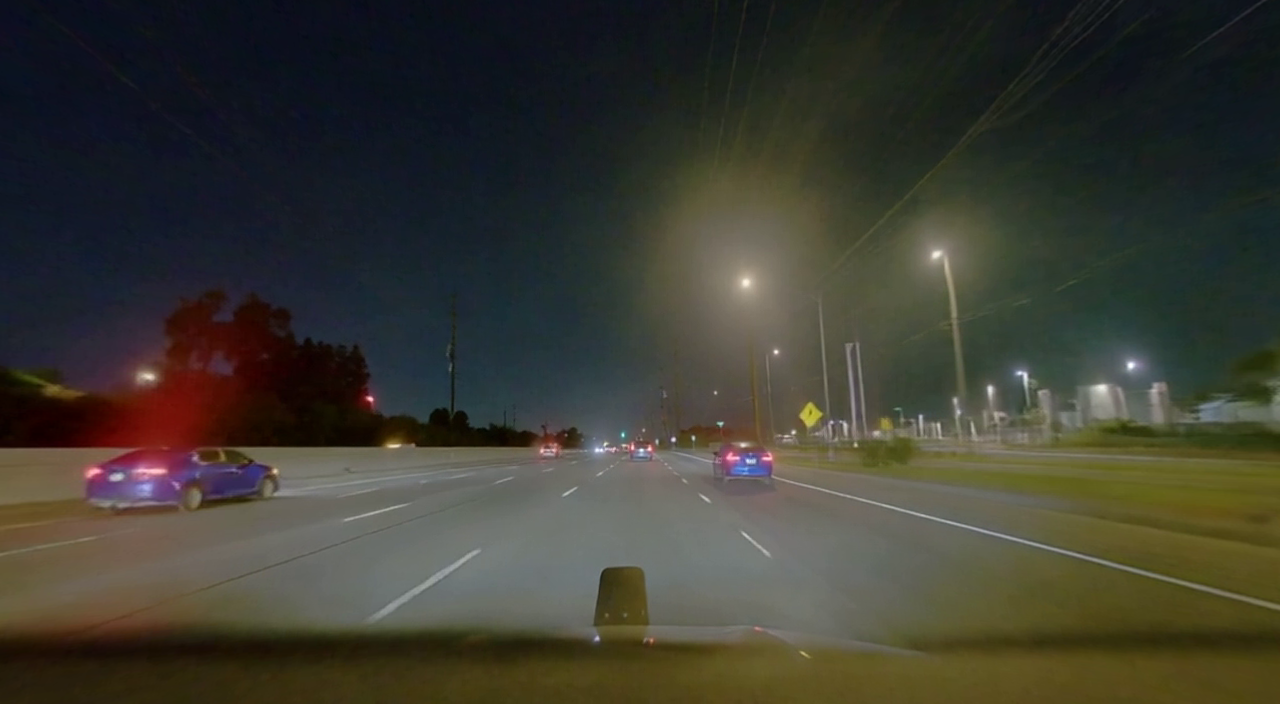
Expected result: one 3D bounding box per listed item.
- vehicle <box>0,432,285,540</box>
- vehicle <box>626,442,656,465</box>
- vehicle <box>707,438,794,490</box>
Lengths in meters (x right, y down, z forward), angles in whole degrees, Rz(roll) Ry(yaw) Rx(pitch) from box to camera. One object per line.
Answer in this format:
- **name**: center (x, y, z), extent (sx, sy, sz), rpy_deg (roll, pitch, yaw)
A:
- **vehicle**: center (-10.361, 2.765, 13.836), extent (2.241, 1.810, 4.966), rpy_deg (-3, -8, 1)
- **vehicle**: center (0.105, 7.123, 44.458), extent (2.036, 1.474, 3.969), rpy_deg (0, -8, 1)
- **vehicle**: center (3.522, 3.675, 21.008), extent (2.060, 1.526, 4.387), rpy_deg (0, -8, -1)
